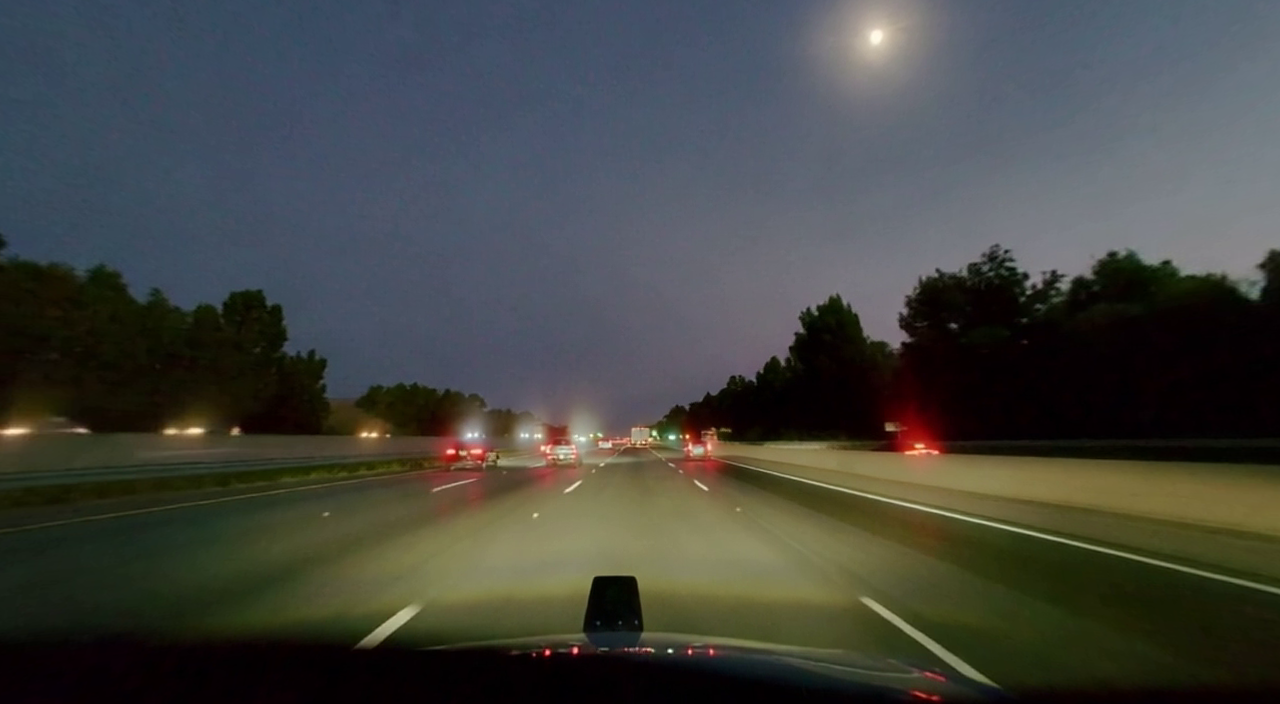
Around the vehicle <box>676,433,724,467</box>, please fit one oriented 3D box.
[{"bbox_3d":[3.179,5.318,34.224,2.053,1.698,4.097,0,-9,-2],"label":"vehicle"}]

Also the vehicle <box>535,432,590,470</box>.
[{"bbox_3d":[-3.595,4.710,29.986,2.002,1.680,4.301,0,-9,0],"label":"vehicle"}]

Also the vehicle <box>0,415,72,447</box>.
[{"bbox_3d":[-35.168,4.410,34.855,2.145,1.679,5.544,0,-9,2],"label":"vehicle"}]

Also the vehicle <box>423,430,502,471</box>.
[{"bbox_3d":[-8.082,4.548,29.155,2.237,1.703,4.681,0,-9,0],"label":"vehicle"}]

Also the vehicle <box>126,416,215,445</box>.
[{"bbox_3d":[-27.773,4.714,37.421,1.887,1.573,4.308,0,-9,2],"label":"vehicle"}]
